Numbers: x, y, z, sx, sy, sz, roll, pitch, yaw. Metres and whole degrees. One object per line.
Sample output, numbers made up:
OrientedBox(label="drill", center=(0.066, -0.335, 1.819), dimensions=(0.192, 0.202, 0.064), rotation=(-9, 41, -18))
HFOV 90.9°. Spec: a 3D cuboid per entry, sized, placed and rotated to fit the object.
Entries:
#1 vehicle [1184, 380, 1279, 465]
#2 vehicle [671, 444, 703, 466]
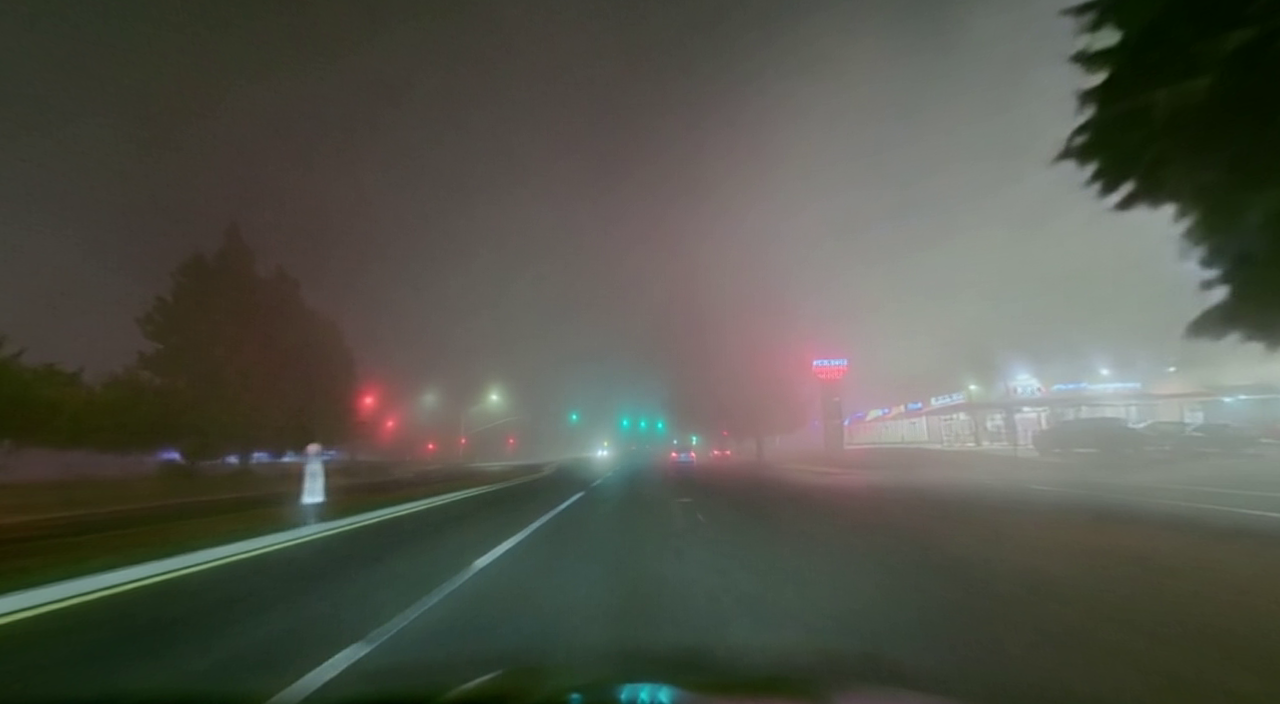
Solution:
OrientedBox(label="vehicle", center=(30.317, 3.429, 29.988), dimensions=(8.374, 3.650, 2.884), rotation=(3, -9, -22))
OrientedBox(label="vehicle", center=(3.404, 7.575, 46.534), dimensions=(2.057, 1.470, 4.454), rotation=(0, -9, 0))
